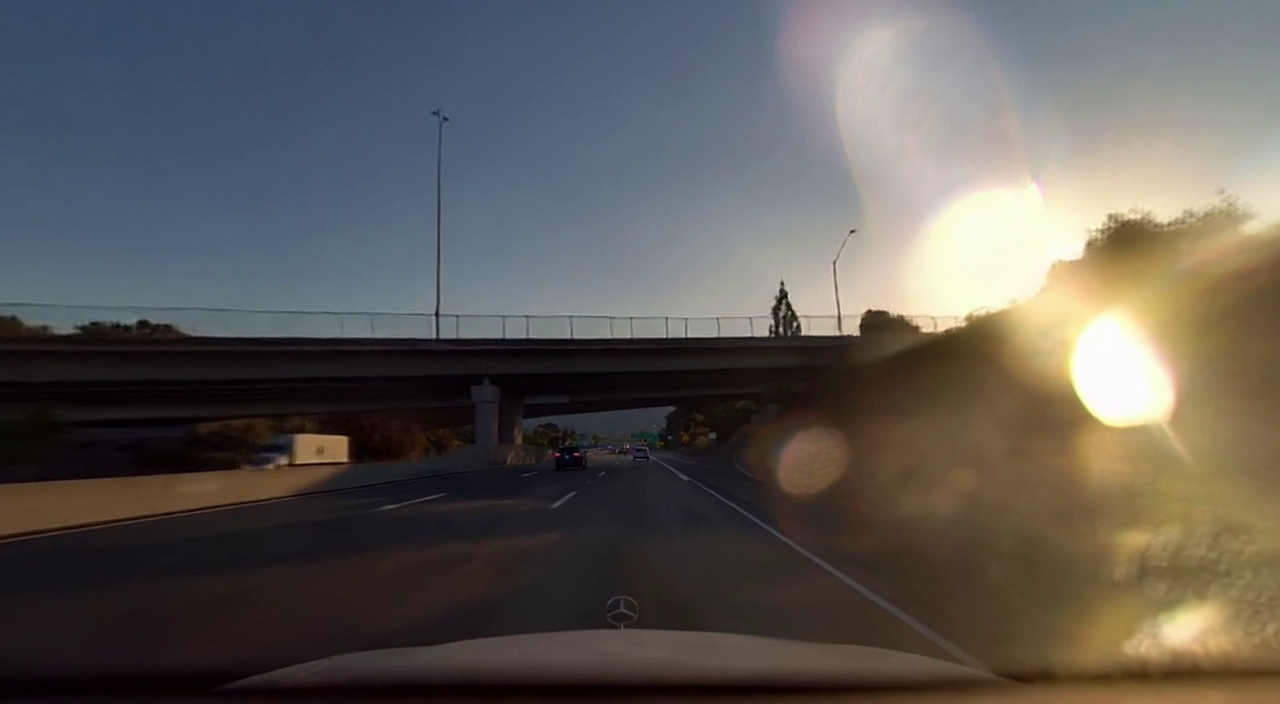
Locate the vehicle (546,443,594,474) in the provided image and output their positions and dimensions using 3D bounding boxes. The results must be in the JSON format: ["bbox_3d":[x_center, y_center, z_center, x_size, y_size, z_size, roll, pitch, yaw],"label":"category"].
[{"bbox_3d":[-4.184,6.466,38.432,2.272,1.759,5.058,0,-9,1],"label":"vehicle"}]

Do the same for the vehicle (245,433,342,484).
[{"bbox_3d":[-24.894,7.678,45.859,2.650,3.318,7.600,0,-9,1],"label":"vehicle"}]
